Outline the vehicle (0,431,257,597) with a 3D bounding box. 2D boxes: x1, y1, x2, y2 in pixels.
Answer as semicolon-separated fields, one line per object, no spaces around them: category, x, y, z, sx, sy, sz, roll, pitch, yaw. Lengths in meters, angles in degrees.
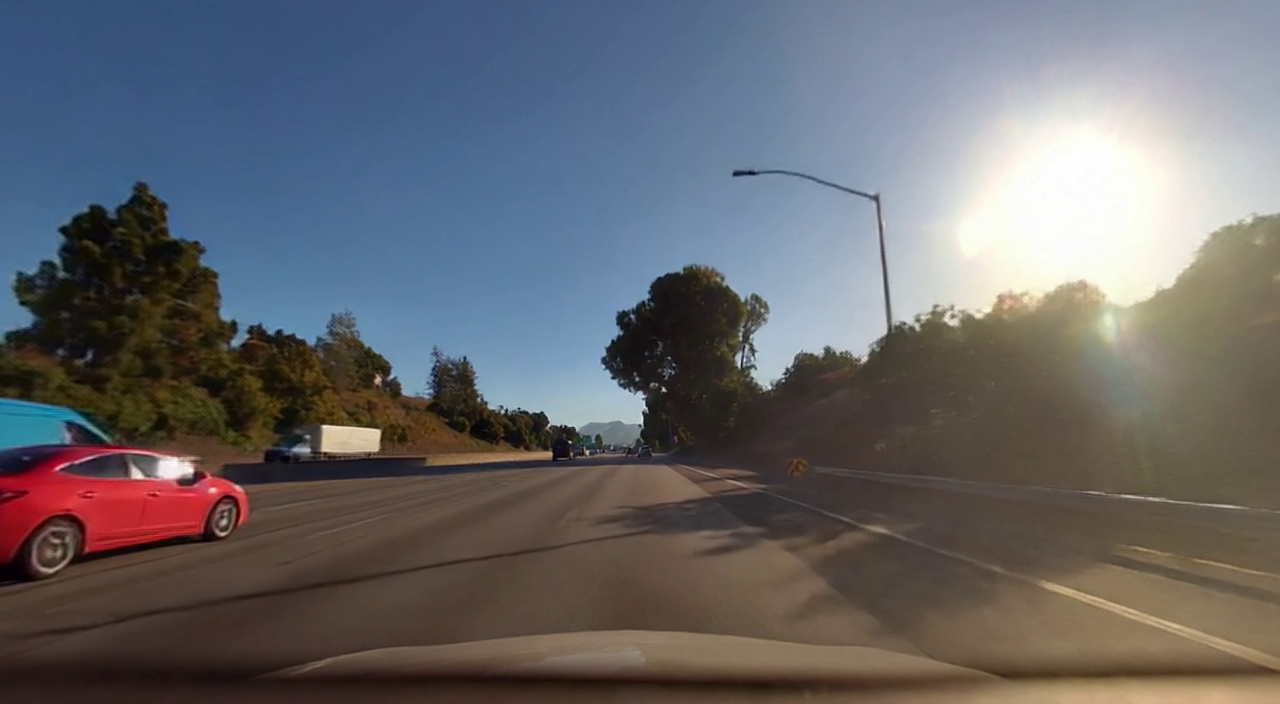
vehicle;-6.758;1.662;7.025;1.981;1.486;4.735;0;-8;0
